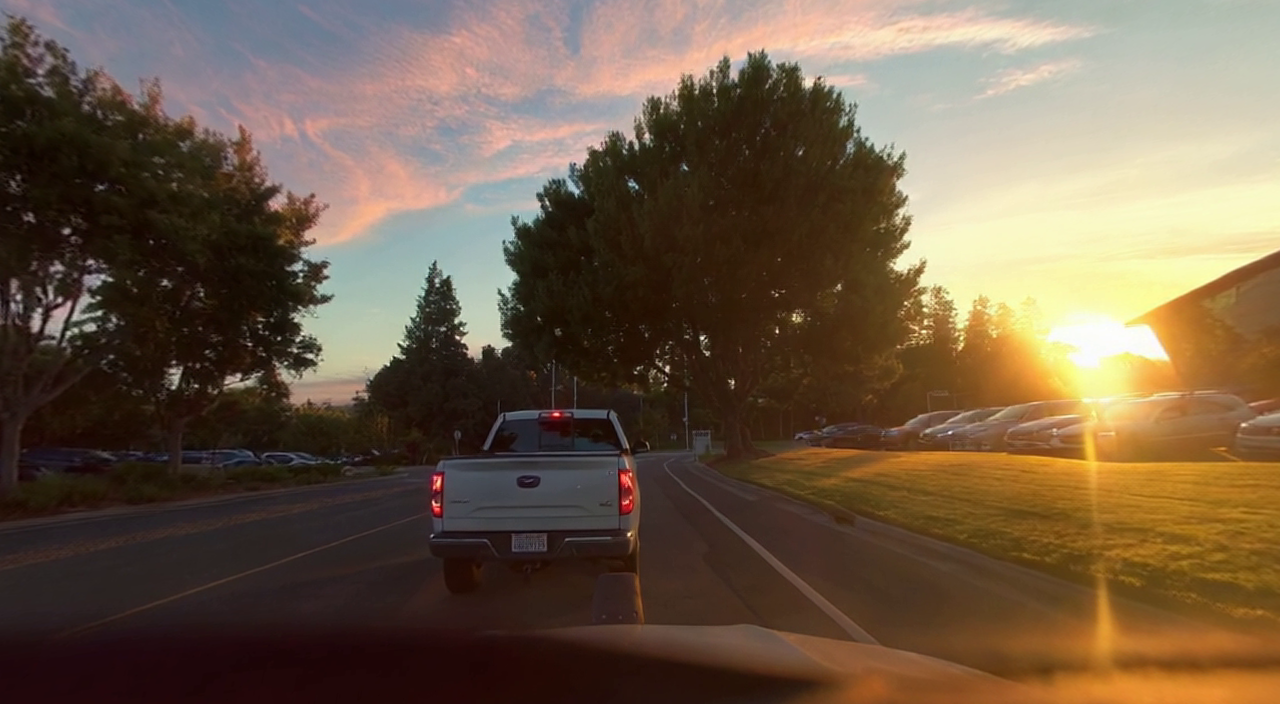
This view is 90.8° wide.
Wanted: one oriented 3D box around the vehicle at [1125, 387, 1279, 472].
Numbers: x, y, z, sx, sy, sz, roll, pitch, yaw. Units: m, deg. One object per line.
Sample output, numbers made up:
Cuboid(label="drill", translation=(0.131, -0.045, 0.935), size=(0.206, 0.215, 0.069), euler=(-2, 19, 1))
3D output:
Cuboid(label="vehicle", translation=(11.879, 1.408, 11.552), size=(4.298, 1.392, 1.944), euler=(-1, -8, 2))

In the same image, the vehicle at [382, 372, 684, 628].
Cuboid(label="vehicle", translation=(-0.686, 1.422, 7.107), size=(2.157, 1.816, 5.039), euler=(0, -8, 2))
